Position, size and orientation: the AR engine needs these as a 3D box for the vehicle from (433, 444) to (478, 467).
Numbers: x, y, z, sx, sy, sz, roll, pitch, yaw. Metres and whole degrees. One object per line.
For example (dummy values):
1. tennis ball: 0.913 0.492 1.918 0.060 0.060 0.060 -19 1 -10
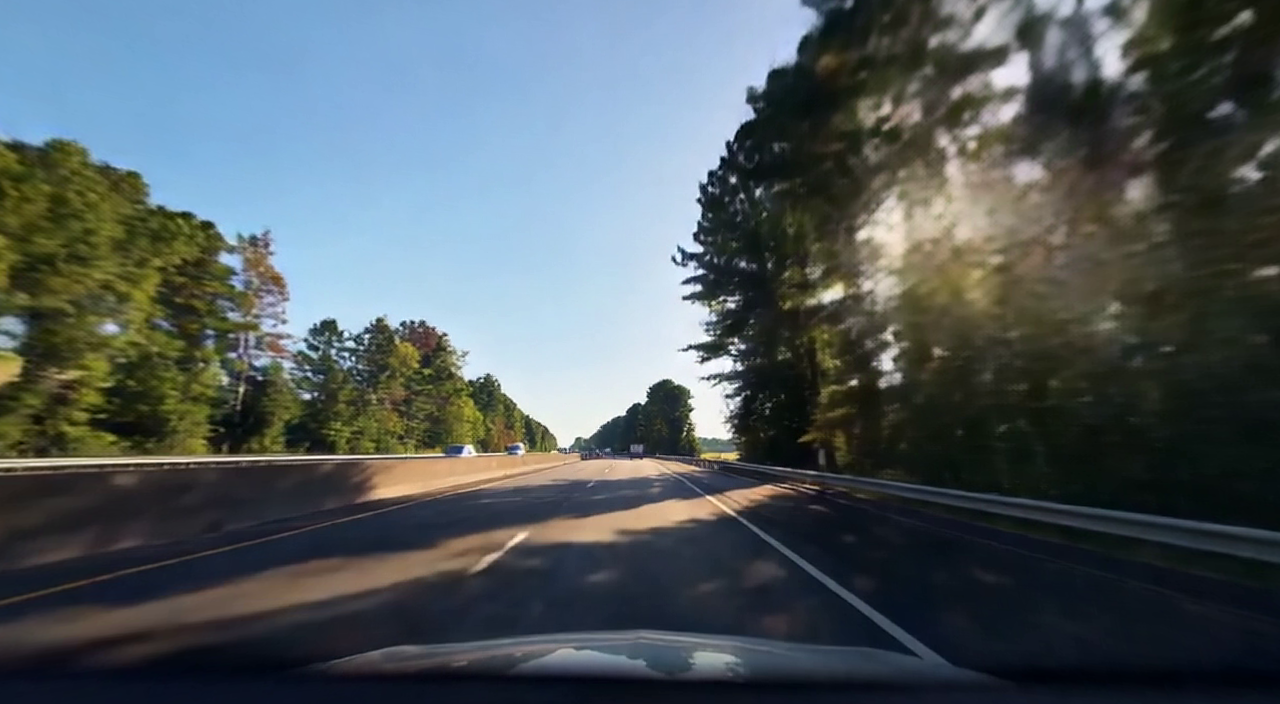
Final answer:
1. vehicle: -12.425 7.013 42.724 1.822 1.474 4.238 0 -9 0
